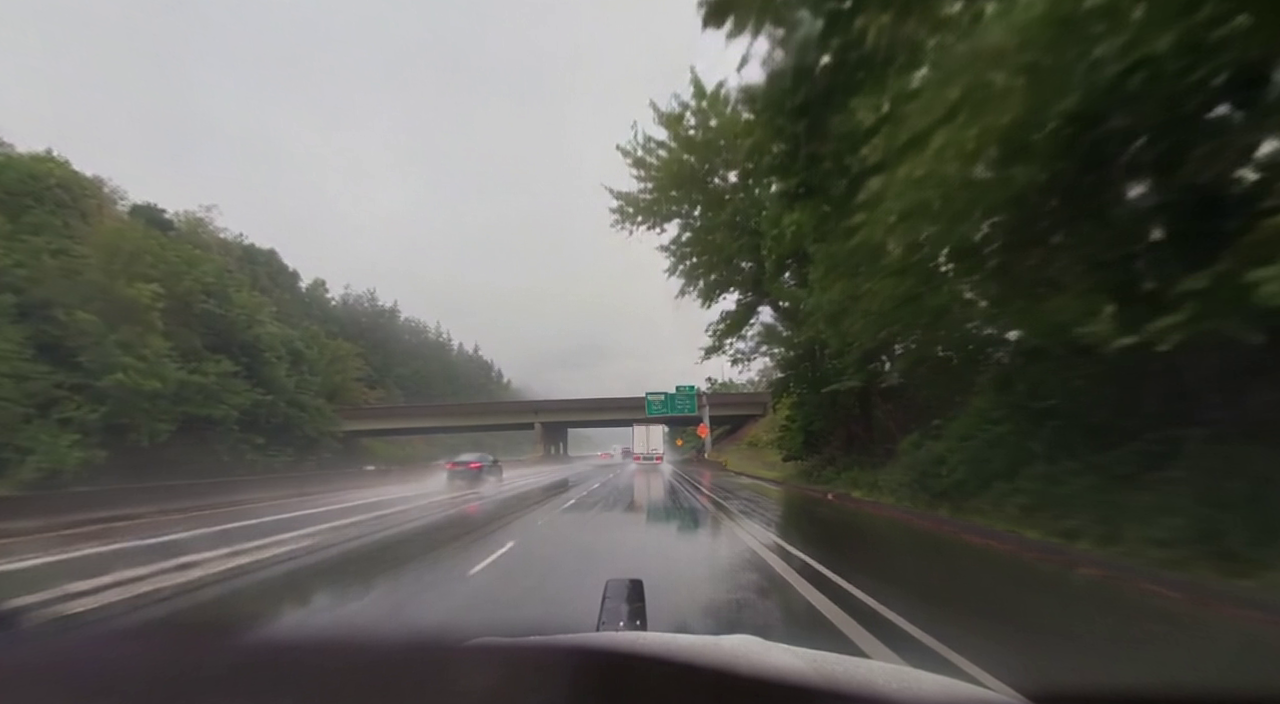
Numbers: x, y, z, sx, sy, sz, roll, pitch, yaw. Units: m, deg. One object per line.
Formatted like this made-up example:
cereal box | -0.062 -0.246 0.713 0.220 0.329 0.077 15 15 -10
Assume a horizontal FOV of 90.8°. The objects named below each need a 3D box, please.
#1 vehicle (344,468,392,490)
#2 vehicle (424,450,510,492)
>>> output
vehicle | -19.533 9.099 45.473 1.642 1.362 4.039 0 -9 1
vehicle | -6.753 4.674 25.188 1.953 1.452 4.711 -1 -9 2
